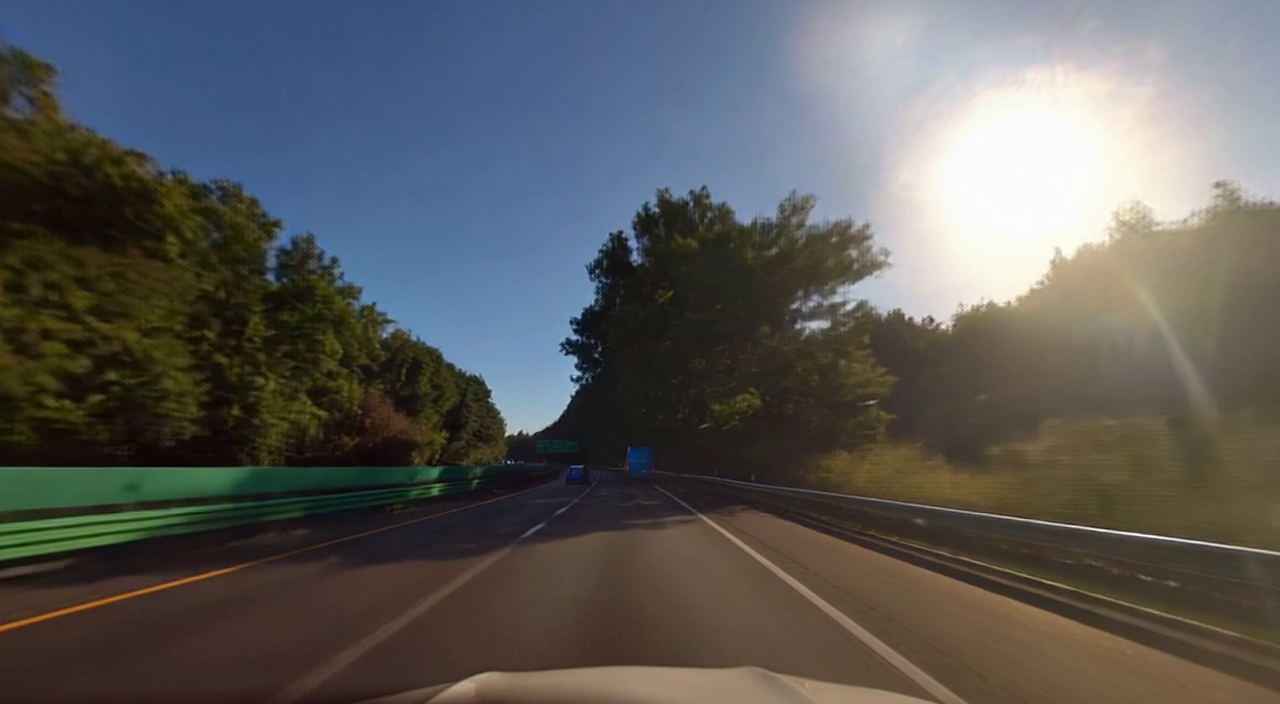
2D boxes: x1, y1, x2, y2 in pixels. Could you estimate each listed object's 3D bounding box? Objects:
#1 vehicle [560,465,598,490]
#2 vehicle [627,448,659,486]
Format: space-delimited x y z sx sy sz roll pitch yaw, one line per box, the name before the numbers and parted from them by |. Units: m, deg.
vehicle | -3.826 7.935 40.006 2.038 1.490 4.391 1 -11 -1
vehicle | 0.179 9.096 49.669 2.382 2.752 5.333 1 -11 -1
